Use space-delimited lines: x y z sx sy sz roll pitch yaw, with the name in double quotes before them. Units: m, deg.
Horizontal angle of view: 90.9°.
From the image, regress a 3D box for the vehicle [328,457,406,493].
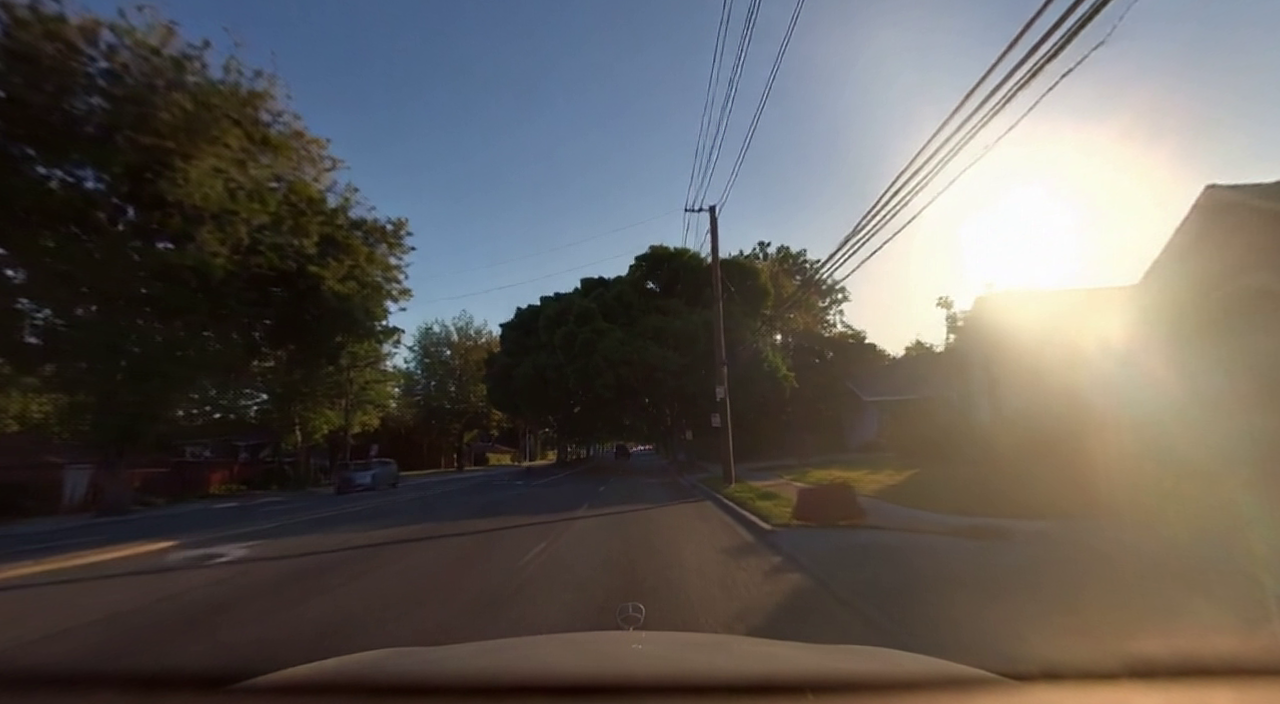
"vehicle" -14.178 6.389 33.071 1.996 1.695 4.635 0 -9 0
